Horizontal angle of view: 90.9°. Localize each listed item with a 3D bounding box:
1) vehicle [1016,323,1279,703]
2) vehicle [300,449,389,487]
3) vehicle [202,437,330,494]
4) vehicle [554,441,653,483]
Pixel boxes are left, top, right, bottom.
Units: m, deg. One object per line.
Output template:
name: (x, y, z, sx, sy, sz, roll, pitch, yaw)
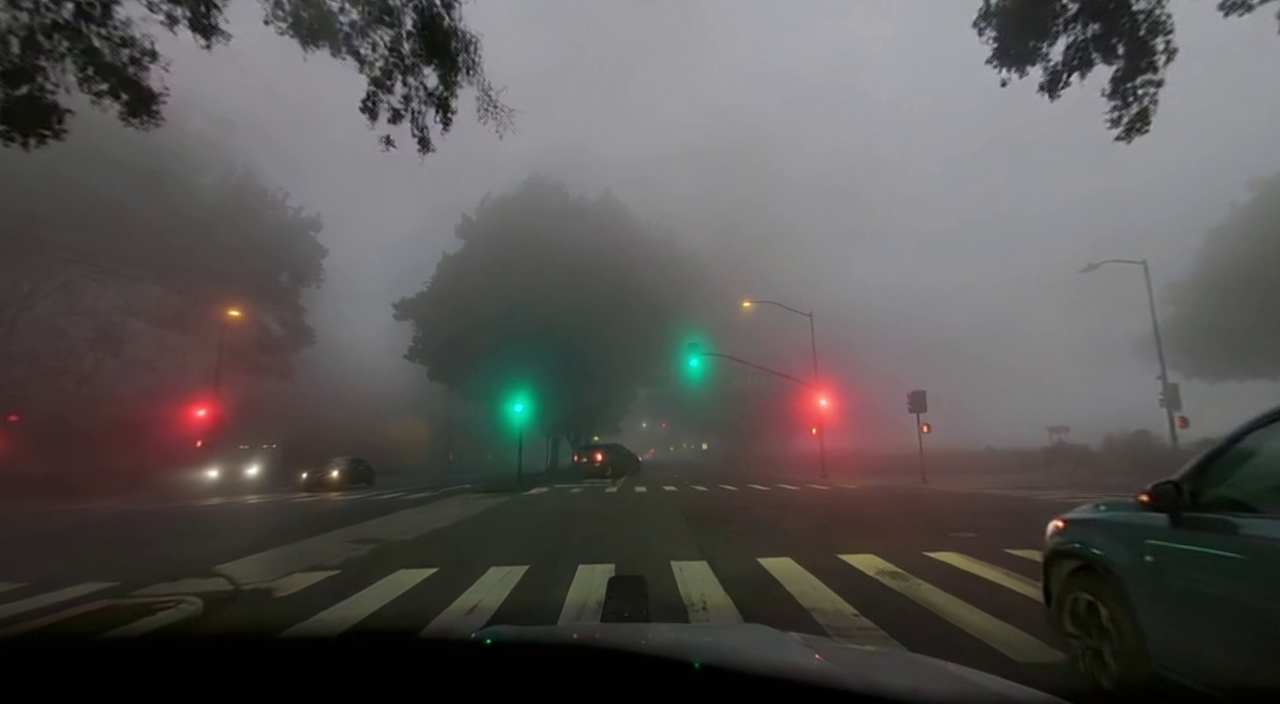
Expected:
vehicle: (3.649, 0.707, 2.002, 2.301, 1.767, 4.289, 0, -8, 1)
vehicle: (-14.892, 5.834, 32.100, 2.169, 1.753, 4.640, 0, -8, 1)
vehicle: (-18.656, 5.645, 31.963, 2.557, 2.580, 5.856, -1, -8, 4)
vehicle: (-1.473, 4.695, 27.271, 2.153, 1.658, 4.569, -5, -10, 29)
